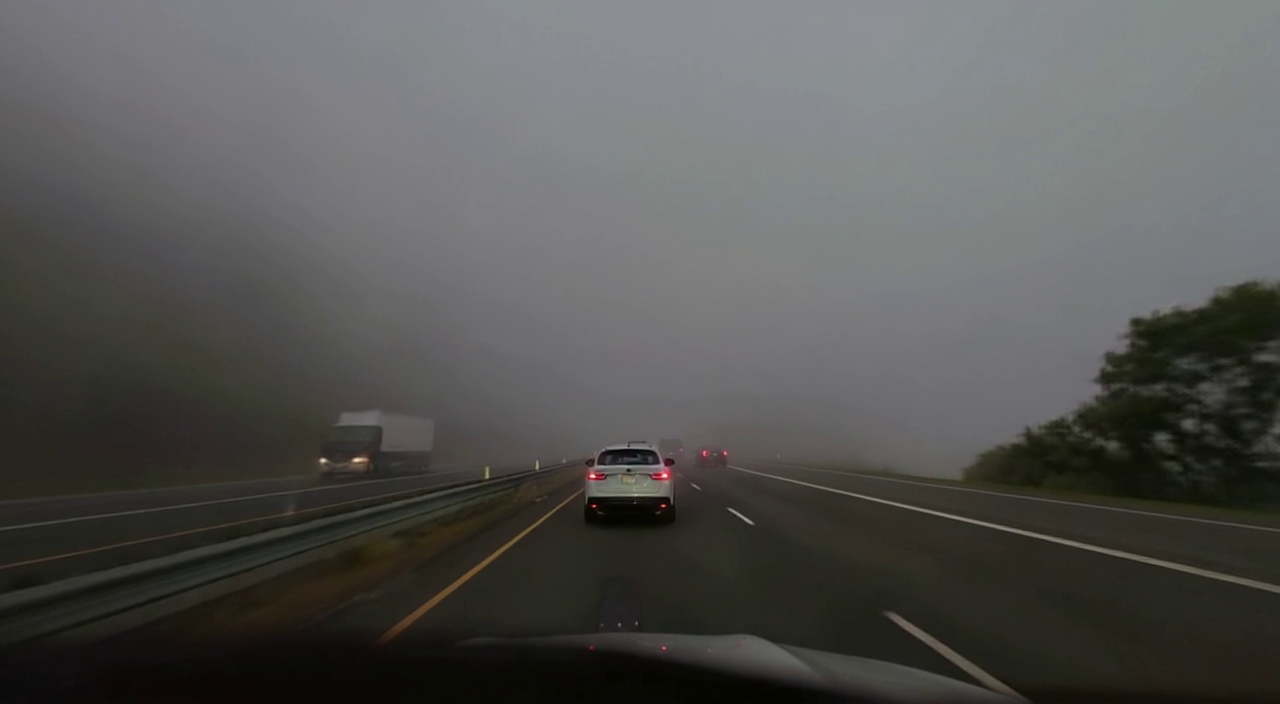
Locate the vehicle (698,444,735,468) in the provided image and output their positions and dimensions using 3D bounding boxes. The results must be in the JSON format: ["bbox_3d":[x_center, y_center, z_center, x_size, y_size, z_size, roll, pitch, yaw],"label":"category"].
[{"bbox_3d":[4.931,6.772,41.081,1.931,1.516,3.995,0,-9,0],"label":"vehicle"}]

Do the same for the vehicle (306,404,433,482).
[{"bbox_3d":[-13.300,4.656,31.888,2.757,3.414,7.910,-1,-9,1],"label":"vehicle"}]

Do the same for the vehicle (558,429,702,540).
[{"bbox_3d":[-0.165,2.204,11.016,2.088,1.580,3.657,0,-9,-1],"label":"vehicle"}]
